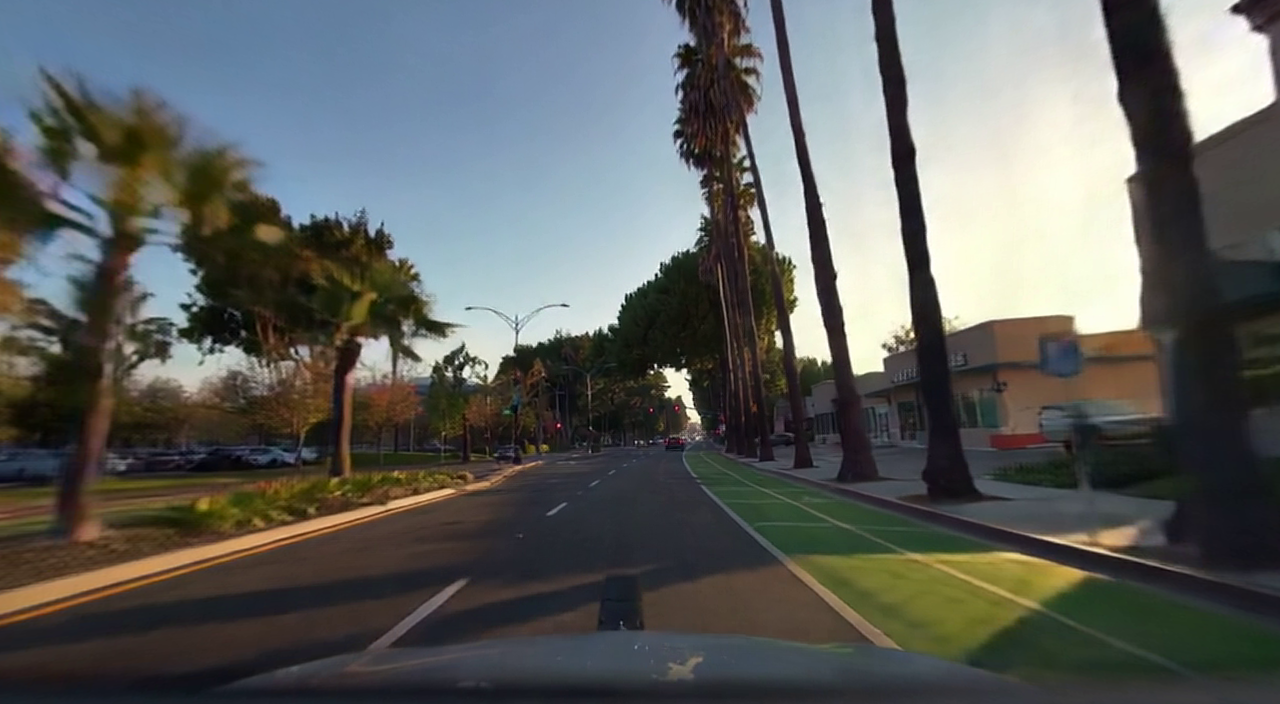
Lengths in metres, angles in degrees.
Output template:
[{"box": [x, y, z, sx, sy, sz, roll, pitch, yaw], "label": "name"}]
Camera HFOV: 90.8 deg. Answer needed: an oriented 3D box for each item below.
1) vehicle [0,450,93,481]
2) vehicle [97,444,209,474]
[{"box": [-30.262, 5.664, 31.574, 4.479, 1.465, 1.772, -1, -9, 7], "label": "vehicle"}, {"box": [-30.281, 6.671, 39.382, 5.174, 1.778, 2.292, -1, -8, 3], "label": "vehicle"}]
